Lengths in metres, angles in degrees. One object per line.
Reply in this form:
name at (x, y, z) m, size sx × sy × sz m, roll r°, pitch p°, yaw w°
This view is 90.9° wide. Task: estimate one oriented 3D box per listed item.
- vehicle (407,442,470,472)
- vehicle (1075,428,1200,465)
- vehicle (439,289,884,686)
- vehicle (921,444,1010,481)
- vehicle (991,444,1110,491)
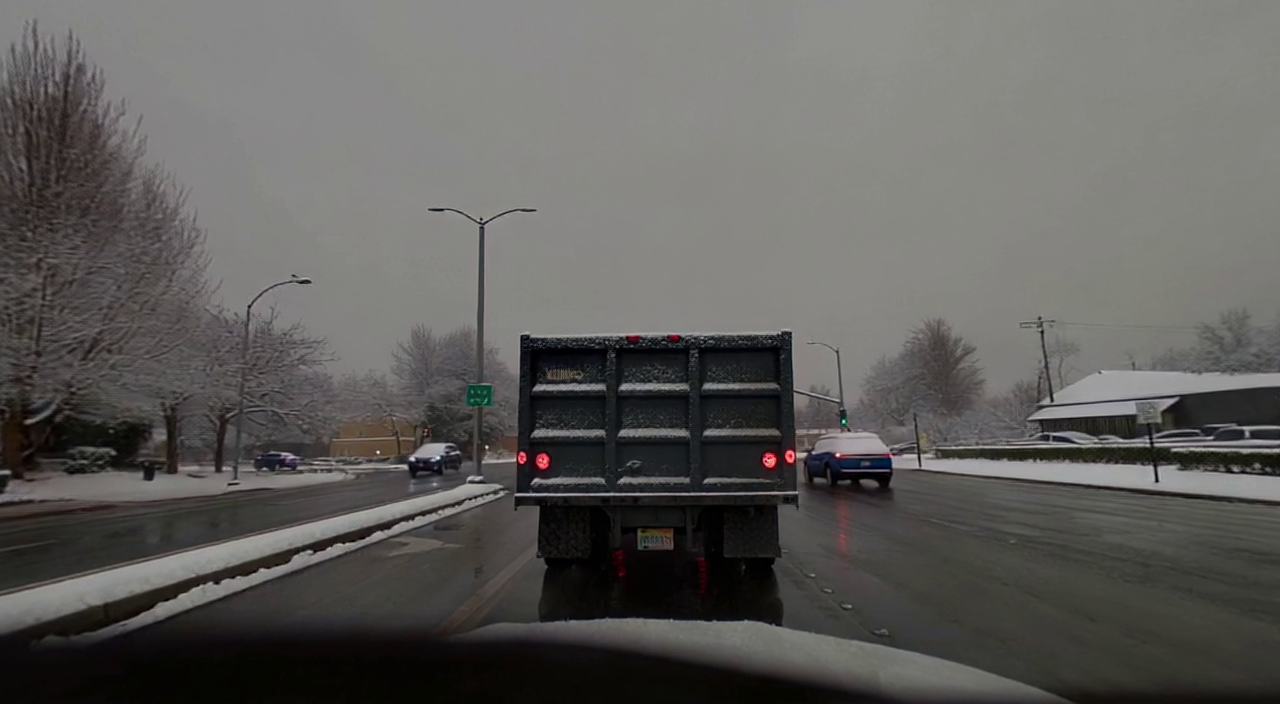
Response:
vehicle at (-13.738, 7.206, 43.529) m, size 2.218 × 1.926 × 5.753 m, roll -1°, pitch -8°, yaw 3°
vehicle at (23.116, 4.389, 29.433) m, size 4.171 × 1.614 × 1.894 m, roll -1°, pitch -8°, yaw 1°
vehicle at (0.268, 1.304, 7.399) m, size 2.650 × 2.391 × 7.008 m, roll -1°, pitch -8°, yaw 3°
vehicle at (14.171, 4.808, 27.758) m, size 1.777 × 1.488 × 4.081 m, roll -1°, pitch -8°, yaw 1°
vehicle at (14.312, 4.015, 22.254) m, size 1.702 × 1.475 × 3.670 m, roll -1°, pitch -8°, yaw 1°
